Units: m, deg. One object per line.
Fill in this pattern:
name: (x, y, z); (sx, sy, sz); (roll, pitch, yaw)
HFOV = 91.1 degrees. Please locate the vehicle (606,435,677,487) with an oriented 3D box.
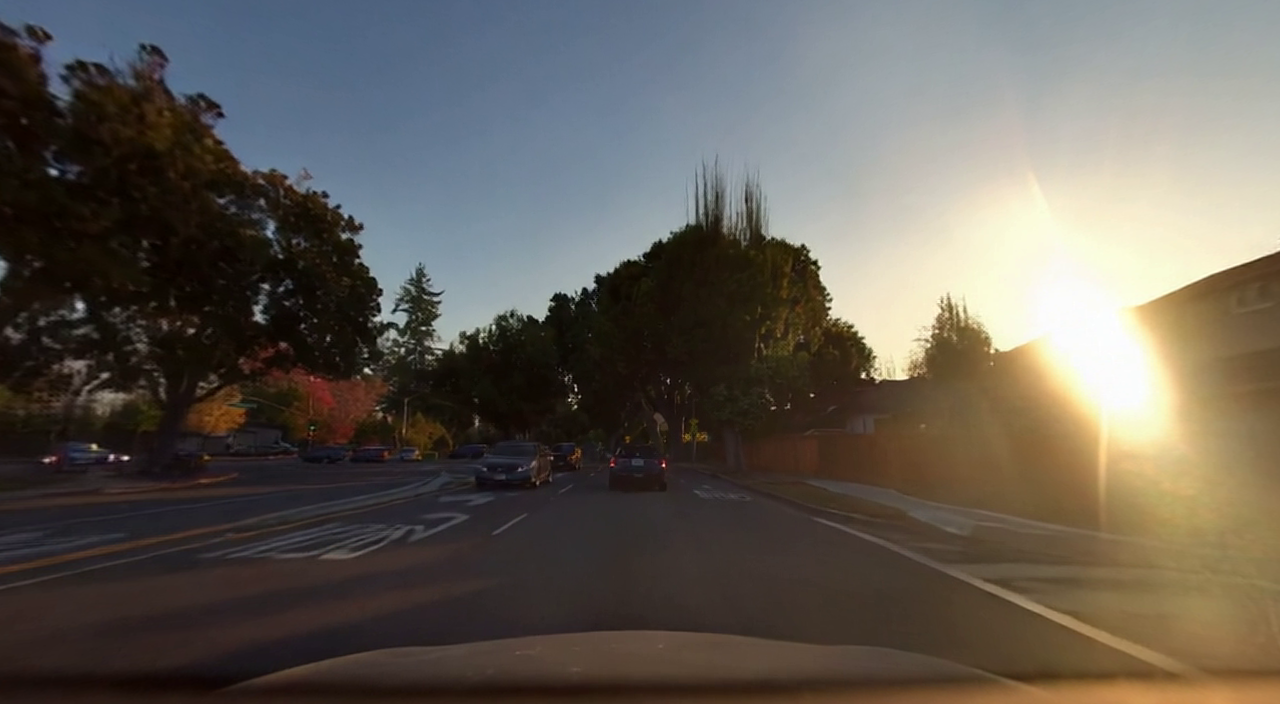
vehicle: (0.022, 3.801, 22.237); (2.290, 1.653, 4.127); (1, -8, -1)

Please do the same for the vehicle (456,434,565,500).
vehicle: (-3.674, 3.324, 18.906); (2.067, 1.546, 4.988); (3, -7, 1)

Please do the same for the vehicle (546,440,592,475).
vehicle: (-3.382, 5.005, 30.055); (1.986, 1.561, 3.805); (1, -8, -6)

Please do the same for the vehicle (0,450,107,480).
vehicle: (-34.380, 6.542, 36.325); (4.724, 1.597, 2.191); (2, -8, -11)
